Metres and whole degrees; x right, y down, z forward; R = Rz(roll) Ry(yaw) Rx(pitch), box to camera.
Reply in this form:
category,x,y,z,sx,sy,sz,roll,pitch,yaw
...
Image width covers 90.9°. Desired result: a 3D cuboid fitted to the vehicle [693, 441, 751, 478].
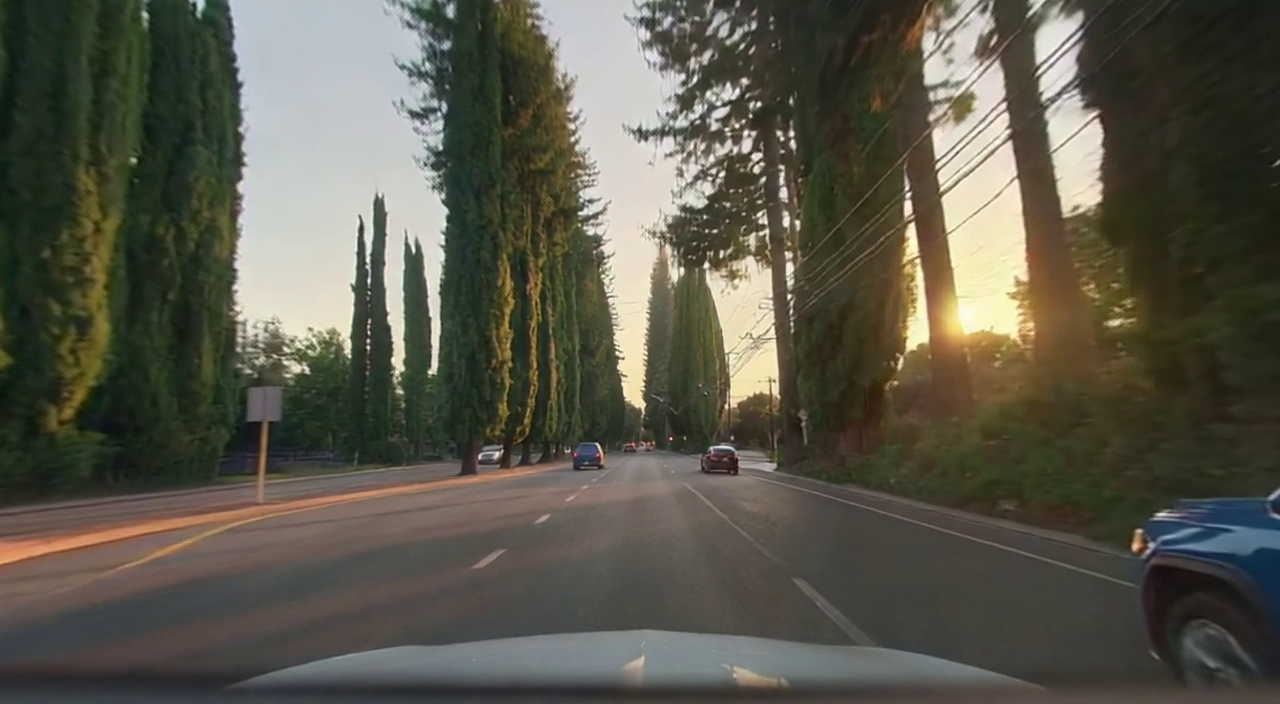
category,x,y,z,sx,sy,sz,roll,pitch,yaw
vehicle,3.494,4.646,27.611,1.906,1.468,4.422,0,-8,-1

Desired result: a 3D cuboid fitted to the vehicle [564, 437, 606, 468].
category,x,y,z,sx,sy,sz,roll,pitch,yaw
vehicle,-3.260,6.112,38.427,2.066,1.725,4.241,0,-8,1

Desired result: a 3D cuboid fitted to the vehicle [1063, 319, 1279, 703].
category,x,y,z,sx,sy,sz,roll,pitch,yaw
vehicle,3.390,0.593,1.125,2.182,1.744,4.464,0,-8,1
